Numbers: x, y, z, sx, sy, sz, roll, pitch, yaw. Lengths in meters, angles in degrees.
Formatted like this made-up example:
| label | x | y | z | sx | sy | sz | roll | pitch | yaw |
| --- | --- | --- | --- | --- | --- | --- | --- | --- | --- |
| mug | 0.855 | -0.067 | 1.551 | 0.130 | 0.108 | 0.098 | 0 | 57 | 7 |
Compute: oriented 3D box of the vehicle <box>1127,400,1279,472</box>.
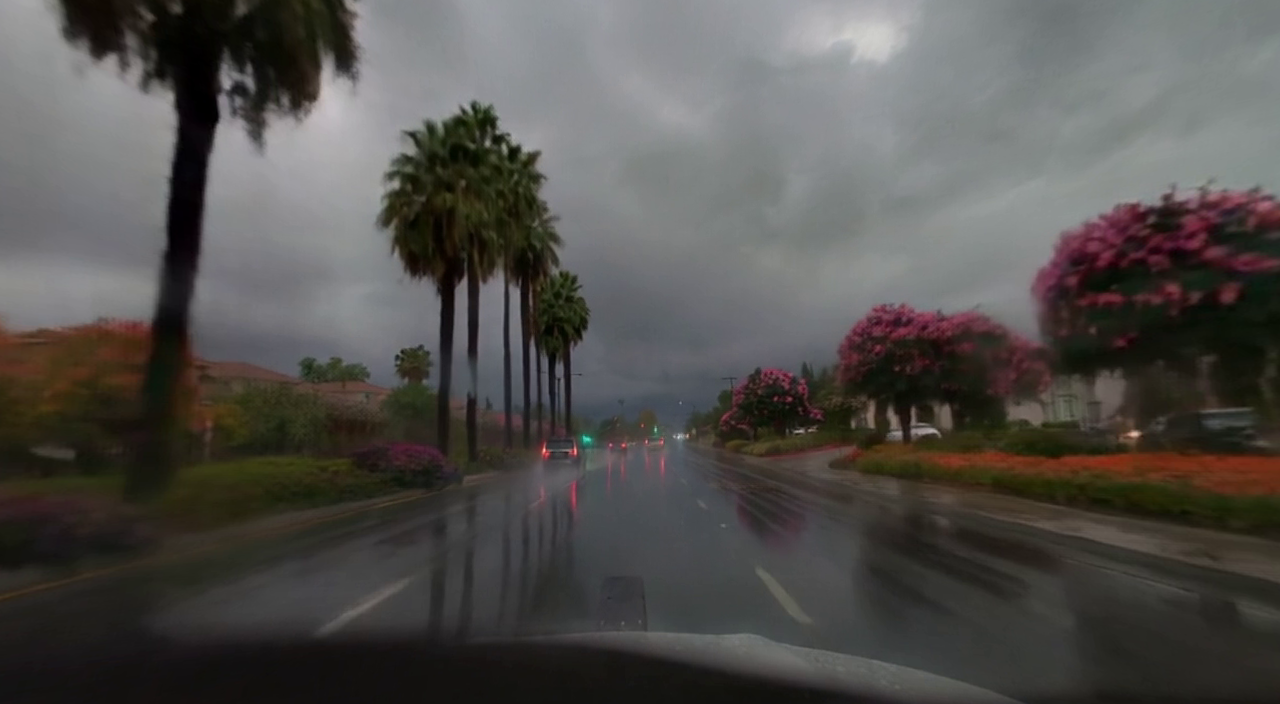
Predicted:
| label | x | y | z | sx | sy | sz | roll | pitch | yaw |
| --- | --- | --- | --- | --- | --- | --- | --- | --- | --- |
| vehicle | 20.221 | 2.808 | 21.472 | 2.624 | 2.088 | 5.064 | -3 | -7 | -6 |

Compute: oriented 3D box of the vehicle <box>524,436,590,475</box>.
| label | x | y | z | sx | sy | sz | roll | pitch | yaw |
| --- | --- | --- | --- | --- | --- | --- | --- | --- | --- |
| vehicle | -3.410 | 4.371 | 26.704 | 2.036 | 1.478 | 4.508 | -1 | -8 | 2 |

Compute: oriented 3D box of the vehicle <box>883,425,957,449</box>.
| label | x | y | z | sx | sy | sz | roll | pitch | yaw |
| --- | --- | --- | --- | --- | --- | --- | --- | --- | --- |
| vehicle | 20.004 | 6.105 | 45.023 | 4.364 | 1.609 | 1.917 | -1 | -8 | 7 |
